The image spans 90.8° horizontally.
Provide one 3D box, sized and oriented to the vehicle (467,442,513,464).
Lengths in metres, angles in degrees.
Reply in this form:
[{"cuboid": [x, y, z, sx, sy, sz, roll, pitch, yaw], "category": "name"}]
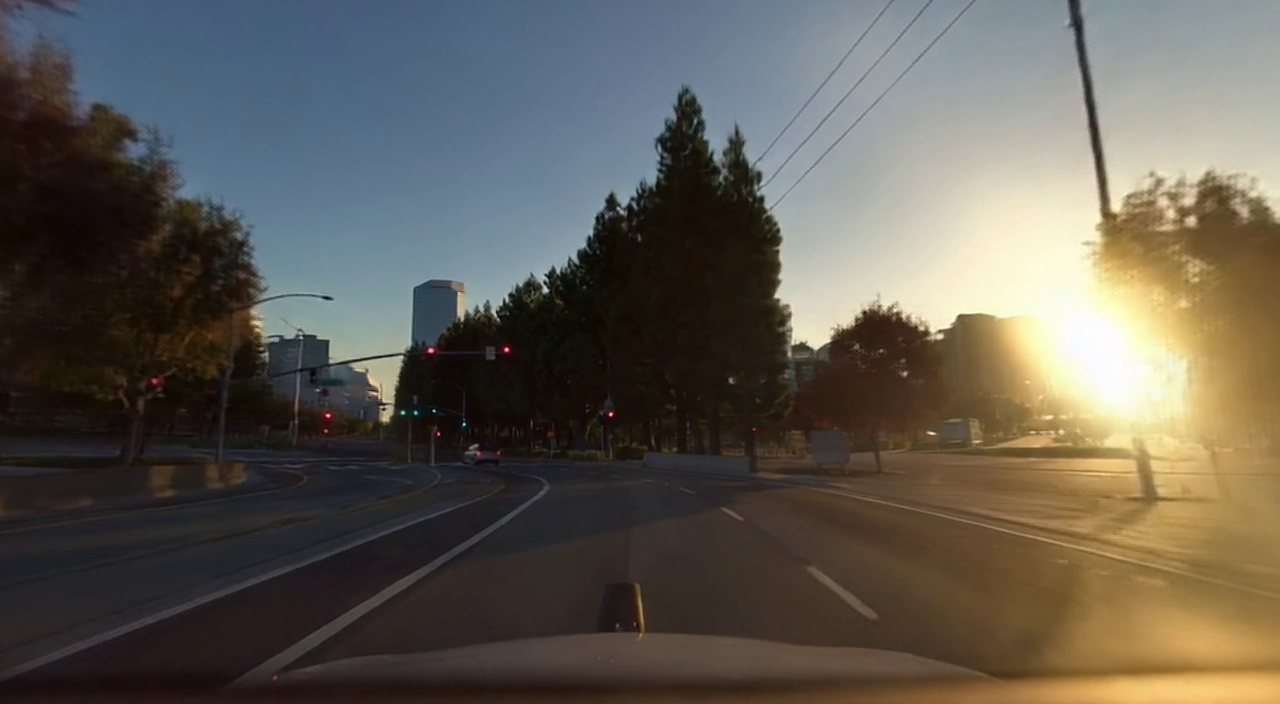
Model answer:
[{"cuboid": [-11.010, 7.379, 46.197, 2.163, 1.537, 4.368, 5, -10, -28], "category": "vehicle"}]
